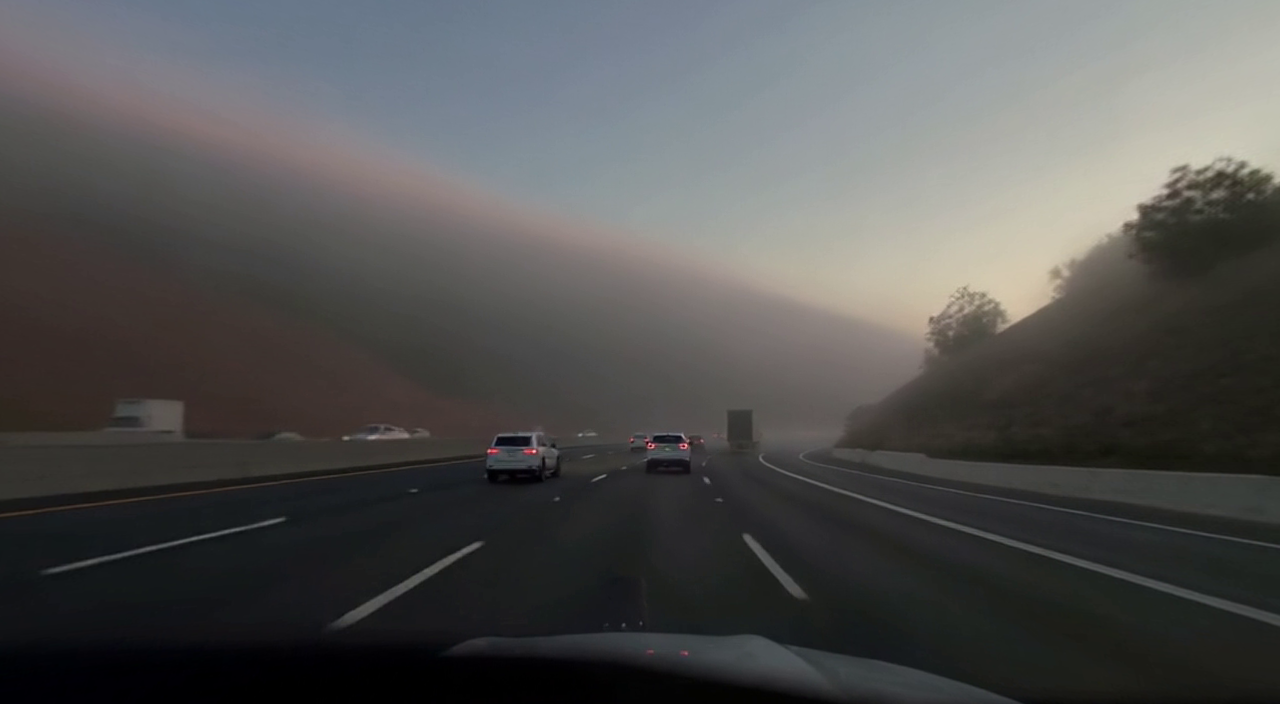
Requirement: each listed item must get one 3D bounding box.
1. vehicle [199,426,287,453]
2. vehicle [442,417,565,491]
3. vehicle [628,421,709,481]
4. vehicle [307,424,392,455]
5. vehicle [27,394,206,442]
[{"bbox_3d":[-22.804,5.050,36.468,1.954,1.450,4.345,-1,-8,6],"label":"vehicle"},{"bbox_3d":[-3.460,2.702,16.985,2.077,1.712,4.406,-1,-8,4],"label":"vehicle"},{"bbox_3d":[1.037,3.362,21.618,2.484,1.820,4.497,-1,-8,4],"label":"vehicle"},{"bbox_3d":[-15.842,4.828,34.670,2.217,1.546,4.425,-1,-8,6],"label":"vehicle"},{"bbox_3d":[-40.299,5.399,49.596,3.183,3.239,12.201,-1,-8,3],"label":"vehicle"}]
